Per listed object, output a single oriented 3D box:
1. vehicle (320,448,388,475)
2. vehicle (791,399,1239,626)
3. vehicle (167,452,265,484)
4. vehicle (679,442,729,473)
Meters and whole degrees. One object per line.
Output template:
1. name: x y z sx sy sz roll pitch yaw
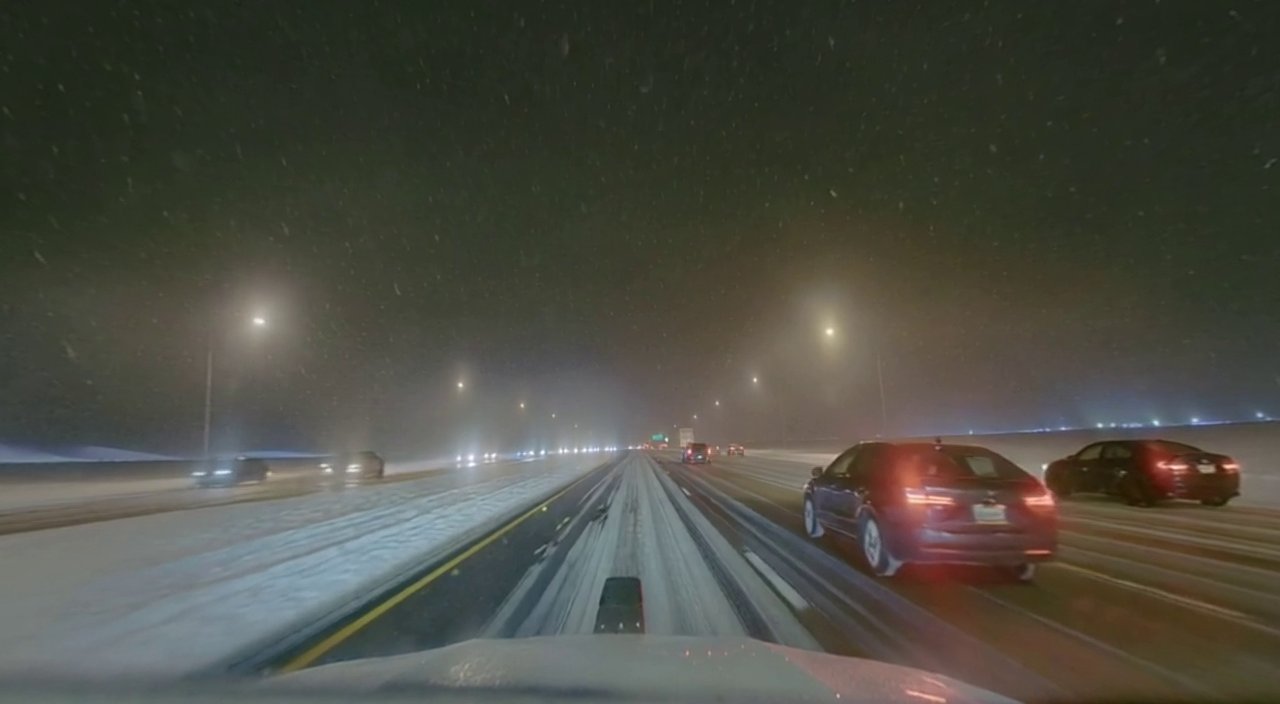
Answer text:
1. vehicle: -15.059 5.771 33.512 1.861 1.296 3.759 0 -8 0
2. vehicle: 3.242 1.486 6.876 1.977 1.601 4.598 0 -9 -1
3. vehicle: -22.002 6.023 33.078 1.931 1.483 4.605 0 -9 0
4. vehicle: 3.190 5.395 32.511 2.038 1.477 4.313 0 -9 -1
